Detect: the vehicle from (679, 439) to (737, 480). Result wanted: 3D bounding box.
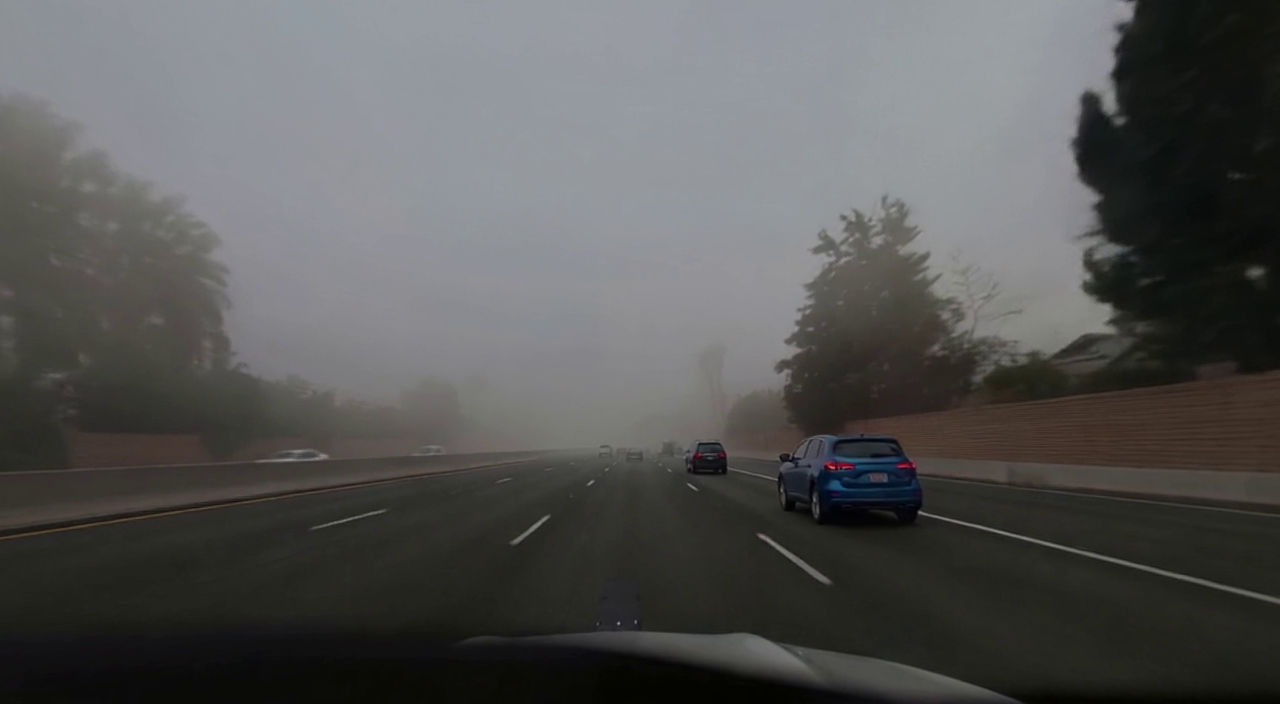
[{"bbox_3d":[2.962,4.823,28.665,2.045,1.688,4.313,0,-9,-2],"label":"vehicle"}]

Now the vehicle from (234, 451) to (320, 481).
[{"bbox_3d":[-19.529,6.127,34.308,1.852,1.496,4.638,0,-9,0],"label":"vehicle"}]

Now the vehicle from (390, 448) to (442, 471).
[{"bbox_3d":[-15.660,7.532,44.522,1.979,1.519,4.674,0,-9,0],"label":"vehicle"}]

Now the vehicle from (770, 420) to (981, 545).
[{"bbox_3d":[3.663,2.109,10.828,1.910,1.696,4.187,0,-9,-1],"label":"vehicle"}]
